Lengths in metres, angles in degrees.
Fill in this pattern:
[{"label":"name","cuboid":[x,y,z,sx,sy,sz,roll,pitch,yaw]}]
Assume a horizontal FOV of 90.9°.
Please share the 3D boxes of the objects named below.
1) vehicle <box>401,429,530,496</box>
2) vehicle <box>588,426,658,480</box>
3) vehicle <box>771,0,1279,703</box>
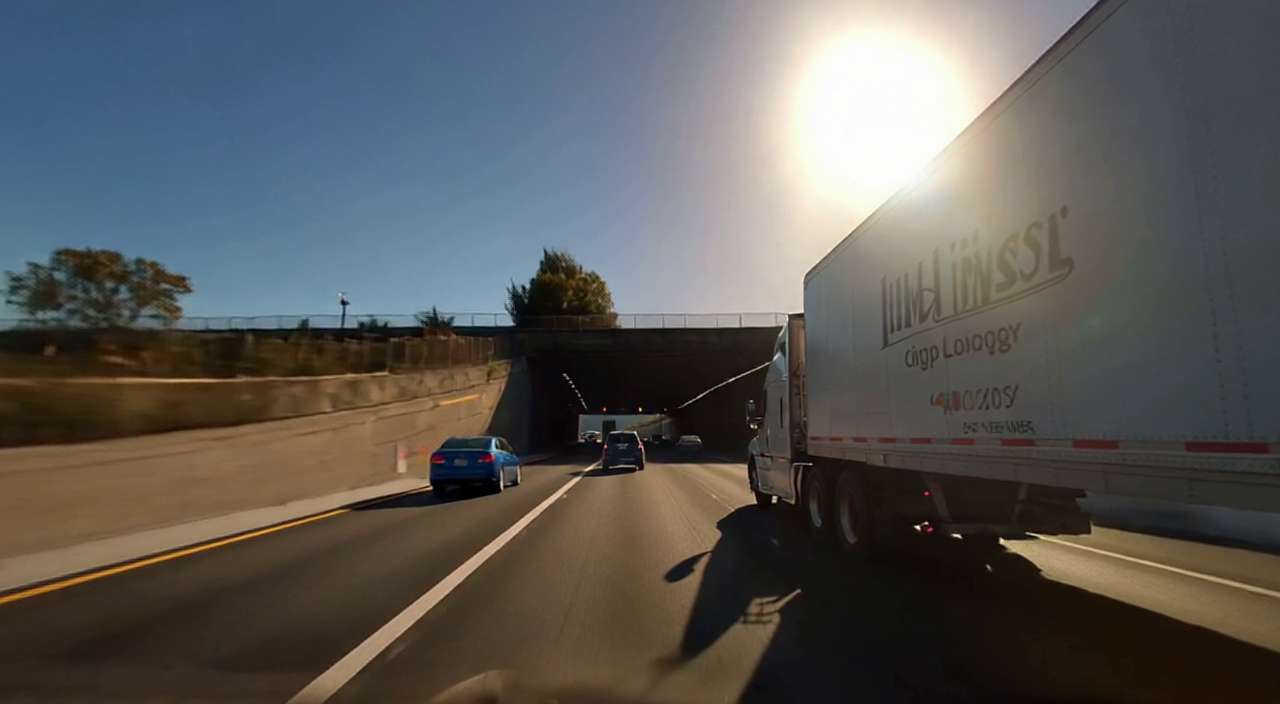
[{"label":"vehicle","cuboid":[-4.196,2.713,15.960,2.019,1.435,4.317,0,-8,0]},{"label":"vehicle","cuboid":[-0.521,3.288,20.775,2.094,1.600,3.666,0,-8,-1]},{"label":"vehicle","cuboid":[3.819,-0.137,4.018,2.842,4.108,14.081,0,-8,0]}]
